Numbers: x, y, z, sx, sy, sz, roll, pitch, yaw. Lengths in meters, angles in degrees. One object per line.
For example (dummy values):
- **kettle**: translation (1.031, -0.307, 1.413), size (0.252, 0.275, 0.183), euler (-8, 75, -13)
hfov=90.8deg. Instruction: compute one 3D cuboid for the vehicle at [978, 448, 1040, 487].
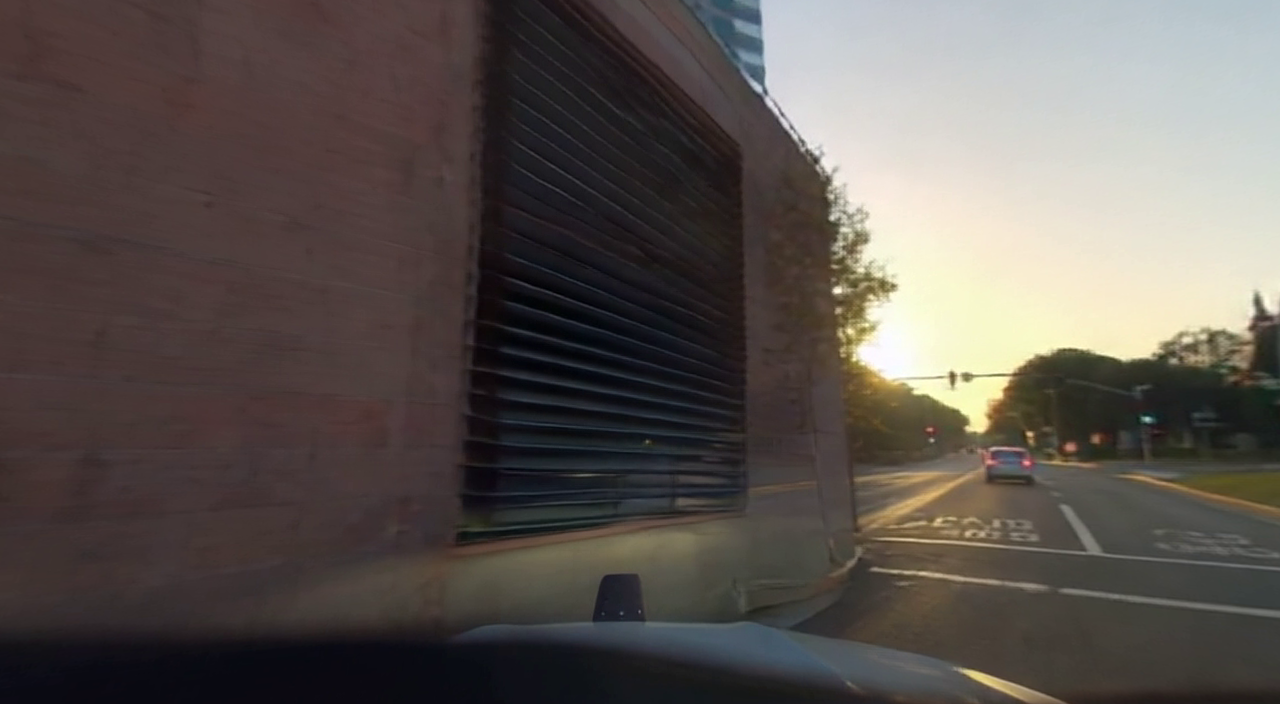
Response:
- **vehicle**: translation (17.757, 5.447, 30.285), size (2.218, 1.657, 4.551), euler (-5, -10, 33)
